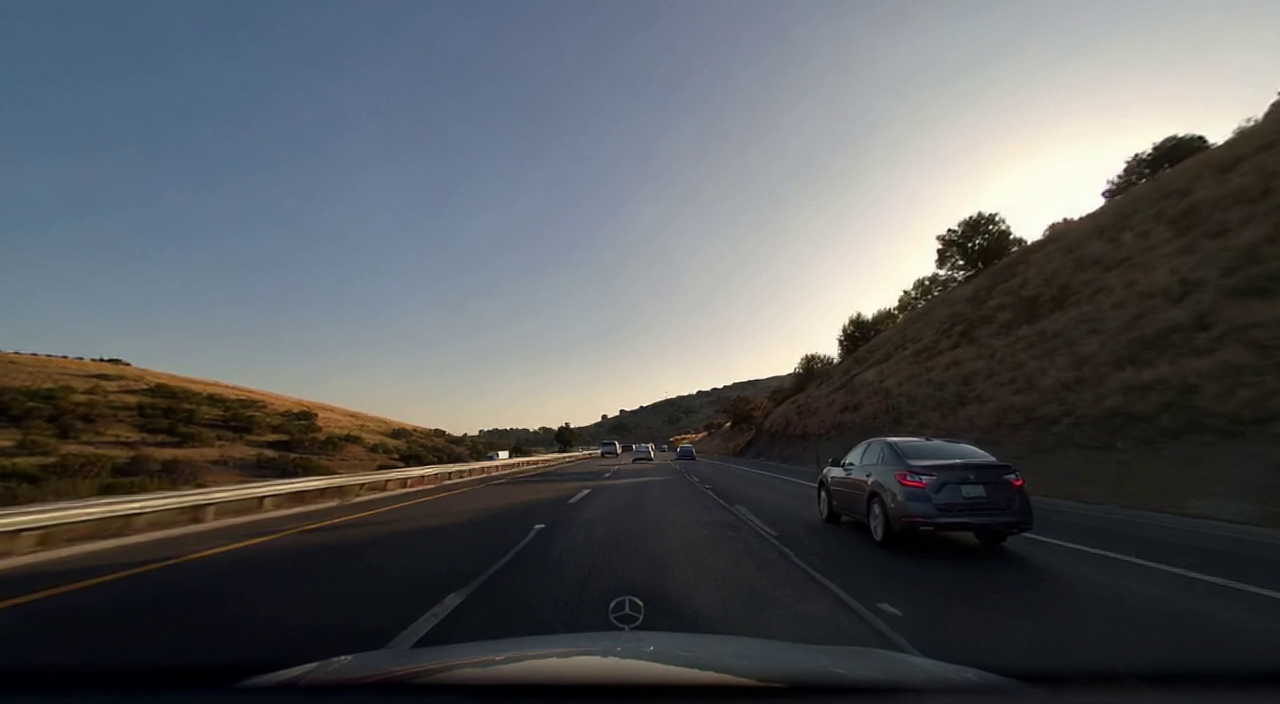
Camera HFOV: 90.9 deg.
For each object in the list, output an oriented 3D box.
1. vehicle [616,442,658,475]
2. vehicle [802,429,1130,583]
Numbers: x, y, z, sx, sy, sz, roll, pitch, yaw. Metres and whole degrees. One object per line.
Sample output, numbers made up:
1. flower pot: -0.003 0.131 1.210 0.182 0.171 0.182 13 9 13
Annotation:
1. vehicle: -0.089 5.396 32.259 1.986 1.576 4.312 0 -8 1
2. vehicle: 3.795 1.839 8.479 2.020 1.500 4.416 0 -8 0
